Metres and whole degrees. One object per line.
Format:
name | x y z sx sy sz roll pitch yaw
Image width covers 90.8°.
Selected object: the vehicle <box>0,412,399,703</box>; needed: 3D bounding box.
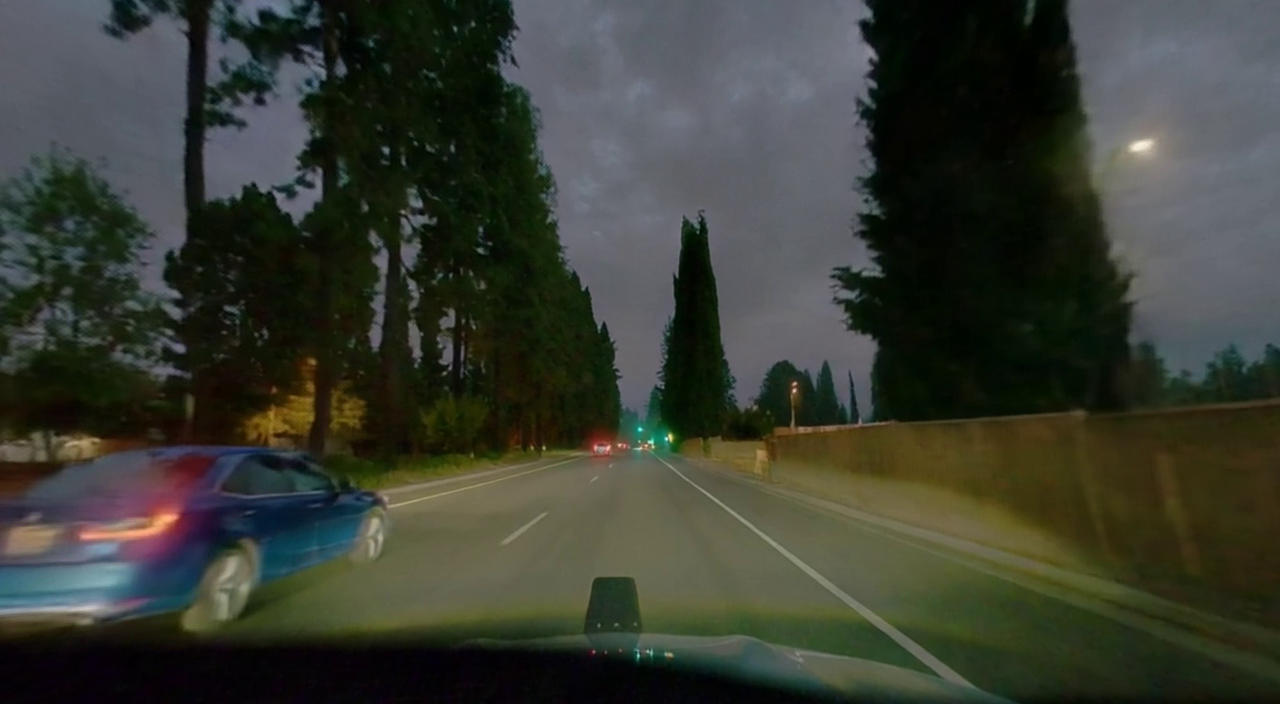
vehicle | -3.768 1.323 5.138 1.870 1.431 4.317 0 -9 1
